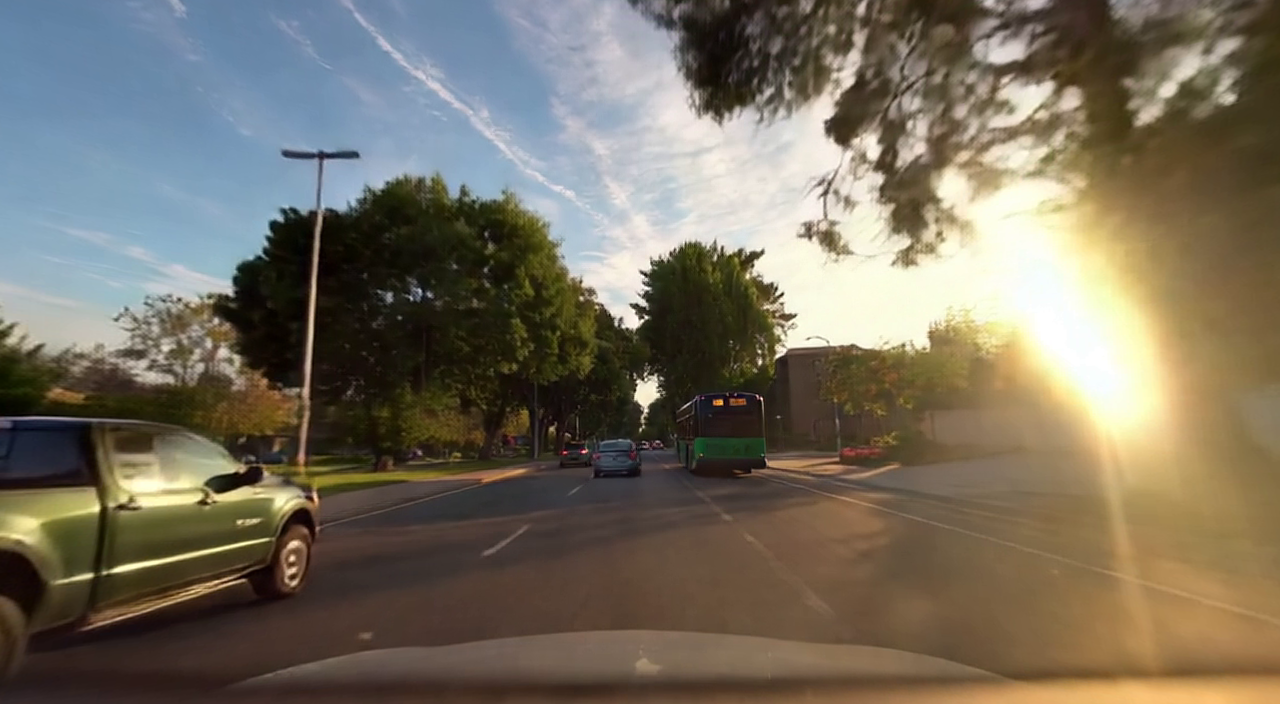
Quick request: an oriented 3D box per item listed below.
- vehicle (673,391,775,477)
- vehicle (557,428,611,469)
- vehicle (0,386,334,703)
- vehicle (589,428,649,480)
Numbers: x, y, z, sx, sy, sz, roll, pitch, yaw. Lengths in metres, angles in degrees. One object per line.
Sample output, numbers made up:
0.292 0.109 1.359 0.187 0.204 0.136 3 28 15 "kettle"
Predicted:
3.518 4.026 30.212 3.059 3.264 12.623 0 -8 0 "vehicle"
-3.059 5.428 35.611 2.513 2.066 5.820 0 -8 0 "vehicle"
-3.945 1.039 3.533 2.109 1.543 4.535 0 -8 1 "vehicle"
-0.735 4.069 25.429 2.074 1.849 5.137 -1 -8 2 "vehicle"
